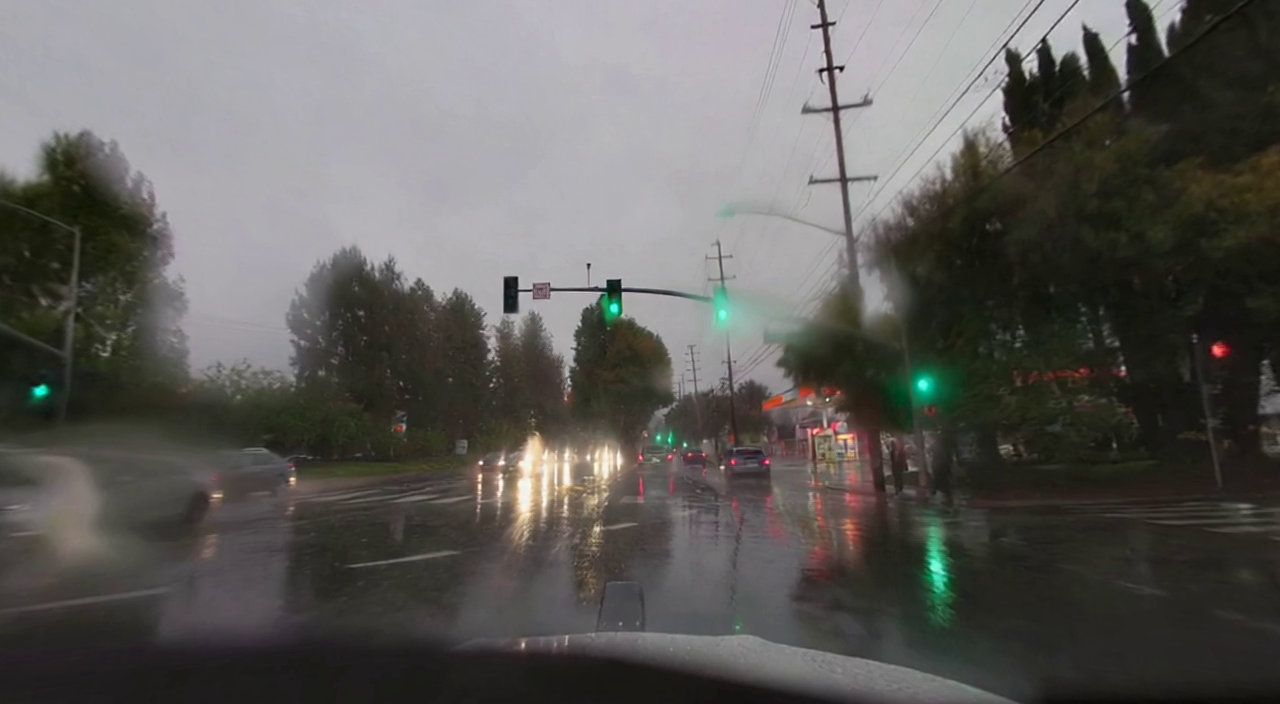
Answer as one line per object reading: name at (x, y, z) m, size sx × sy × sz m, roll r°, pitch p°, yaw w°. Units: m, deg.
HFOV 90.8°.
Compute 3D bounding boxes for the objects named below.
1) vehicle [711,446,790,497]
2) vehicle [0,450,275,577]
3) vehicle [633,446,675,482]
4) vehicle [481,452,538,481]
vehicle at (3.795, 4.172, 22.445) m, size 1.990 × 1.592 × 4.294 m, roll -1°, pitch -9°, yaw 0°
vehicle at (-8.070, 2.333, 9.956) m, size 2.031 × 1.512 × 4.207 m, roll -1°, pitch -9°, yaw 2°
vehicle at (0.780, 6.109, 34.743) m, size 2.163 × 1.825 × 4.073 m, roll -1°, pitch -9°, yaw 1°
vehicle at (-7.480, 6.611, 36.727) m, size 2.109 × 1.525 × 4.562 m, roll -1°, pitch -9°, yaw 3°
